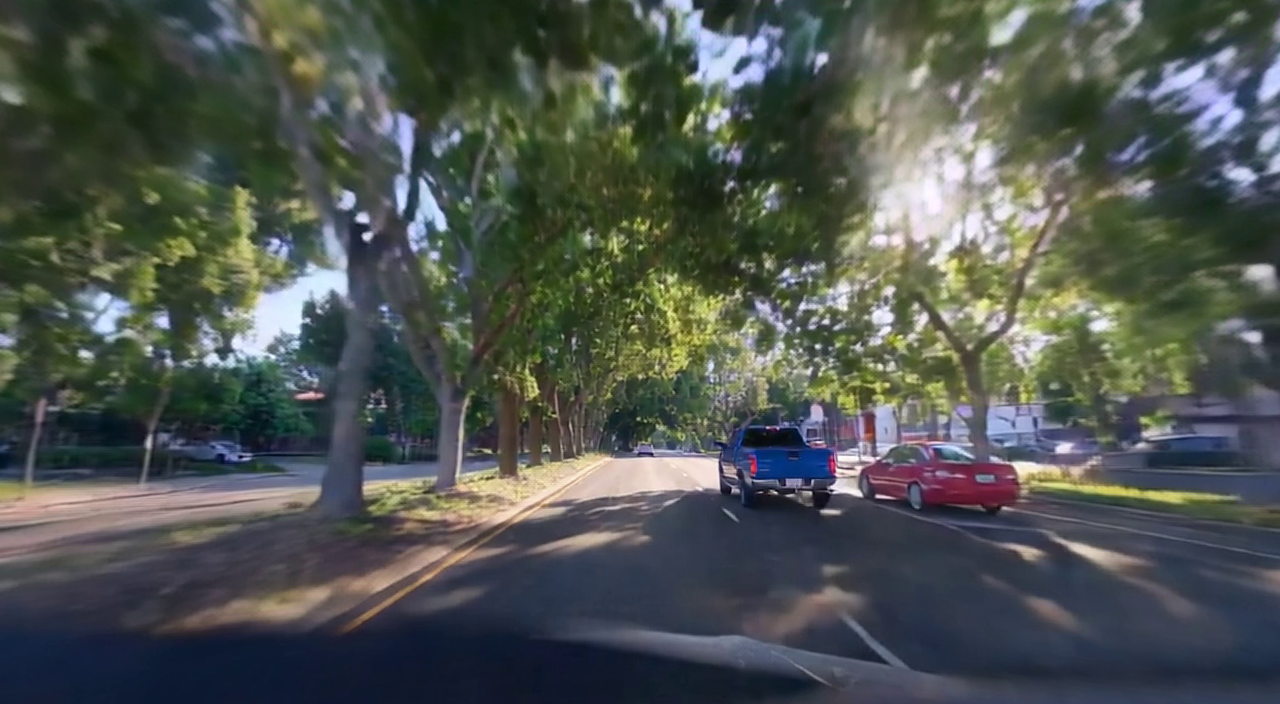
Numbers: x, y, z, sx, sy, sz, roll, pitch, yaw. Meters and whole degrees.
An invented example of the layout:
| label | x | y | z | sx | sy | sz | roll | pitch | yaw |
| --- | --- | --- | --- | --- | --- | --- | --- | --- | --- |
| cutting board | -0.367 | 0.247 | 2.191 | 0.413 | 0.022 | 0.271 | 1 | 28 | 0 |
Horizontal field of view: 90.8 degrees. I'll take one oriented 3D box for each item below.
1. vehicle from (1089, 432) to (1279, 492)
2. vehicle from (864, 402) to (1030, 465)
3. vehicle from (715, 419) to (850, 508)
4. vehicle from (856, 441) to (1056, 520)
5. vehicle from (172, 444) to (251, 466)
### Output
| label | x | y | z | sx | sy | sz | roll | pitch | yaw |
| --- | --- | --- | --- | --- | --- | --- | --- | --- | --- |
| vehicle | 17.759 | 3.500 | 20.508 | 4.747 | 1.761 | 2.043 | -3 | -9 | 22 |
| vehicle | 18.853 | 5.090 | 39.290 | 8.393 | 3.716 | 3.472 | 1 | -8 | -2 |
| vehicle | 3.288 | 2.706 | 15.865 | 2.138 | 1.836 | 5.245 | 0 | -8 | -1 |
| vehicle | 6.780 | 2.775 | 14.340 | 2.012 | 1.460 | 4.812 | 0 | -8 | -1 |
| vehicle | -28.899 | 6.924 | 42.642 | 4.189 | 1.429 | 1.668 | 0 | -8 | 4 |
